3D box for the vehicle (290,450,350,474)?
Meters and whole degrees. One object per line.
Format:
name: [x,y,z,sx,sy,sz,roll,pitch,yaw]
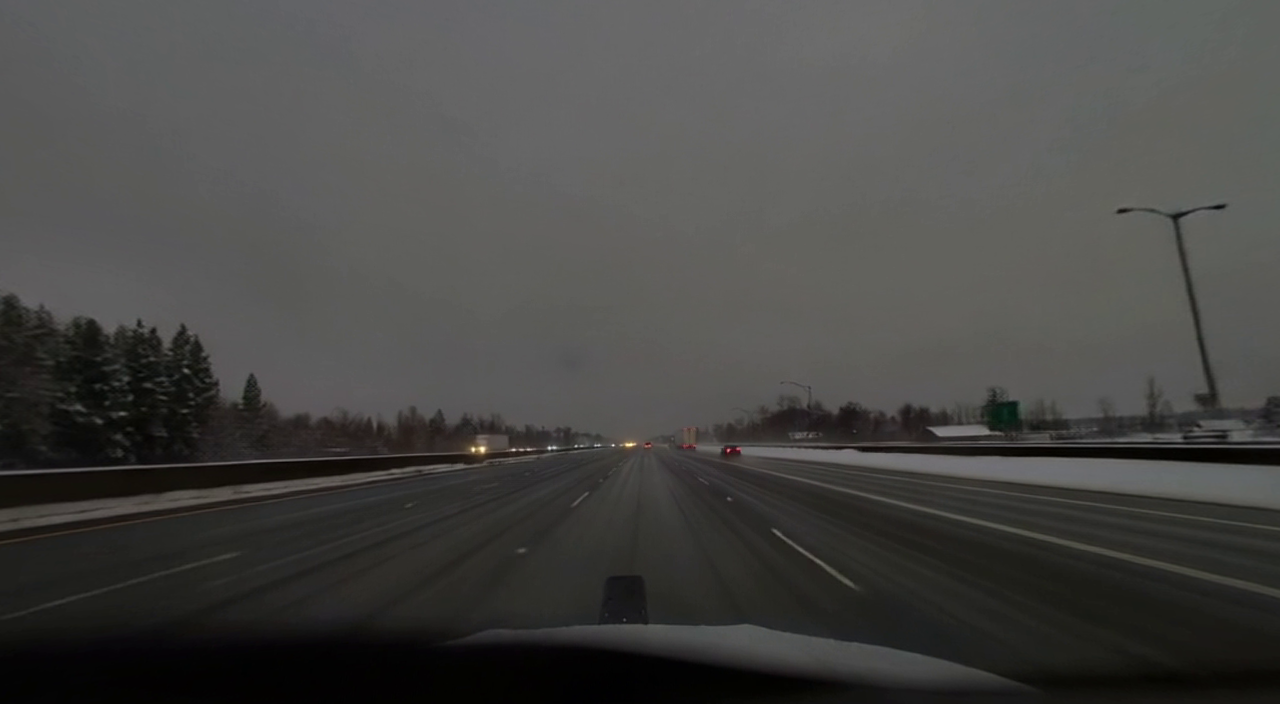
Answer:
vehicle: [-24.273,8.314,48.012,1.960,1.684,4.780,0,-8,1]
